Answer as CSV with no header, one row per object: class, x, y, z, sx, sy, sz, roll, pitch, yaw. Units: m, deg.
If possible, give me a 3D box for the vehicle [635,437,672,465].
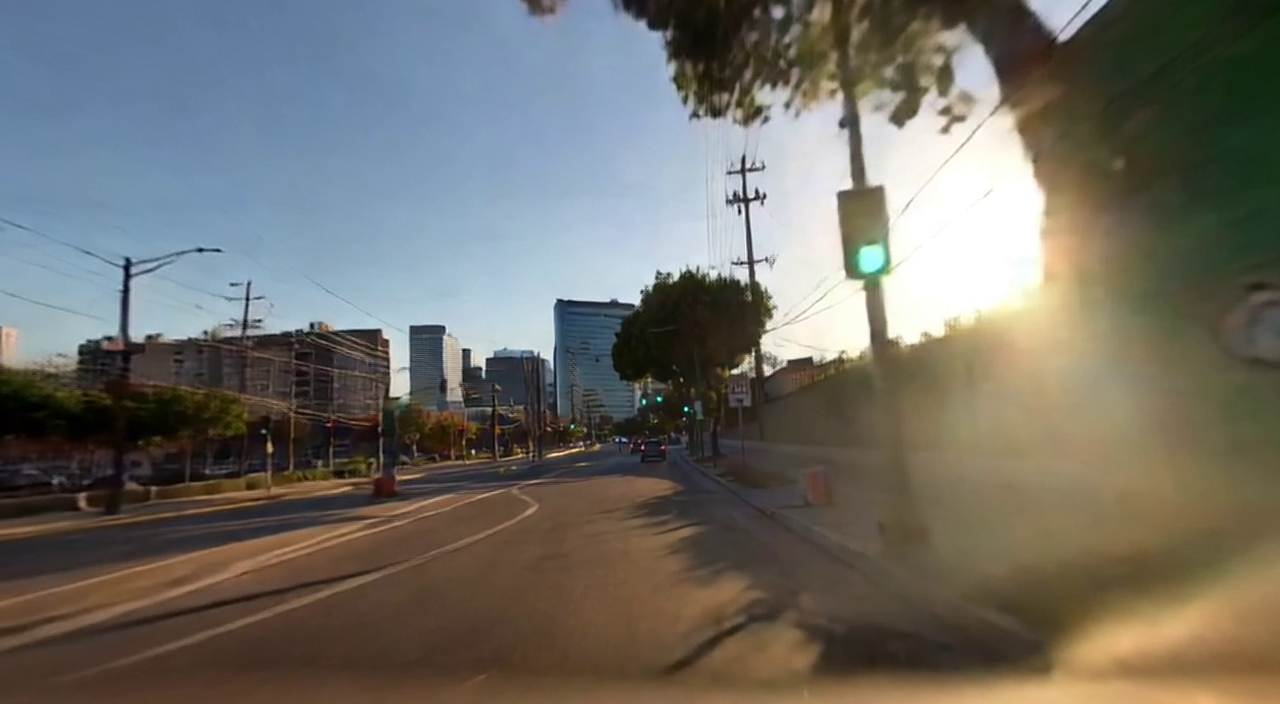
vehicle,0.820,6.025,38.630,2.105,1.611,3.750,-1,-8,1
